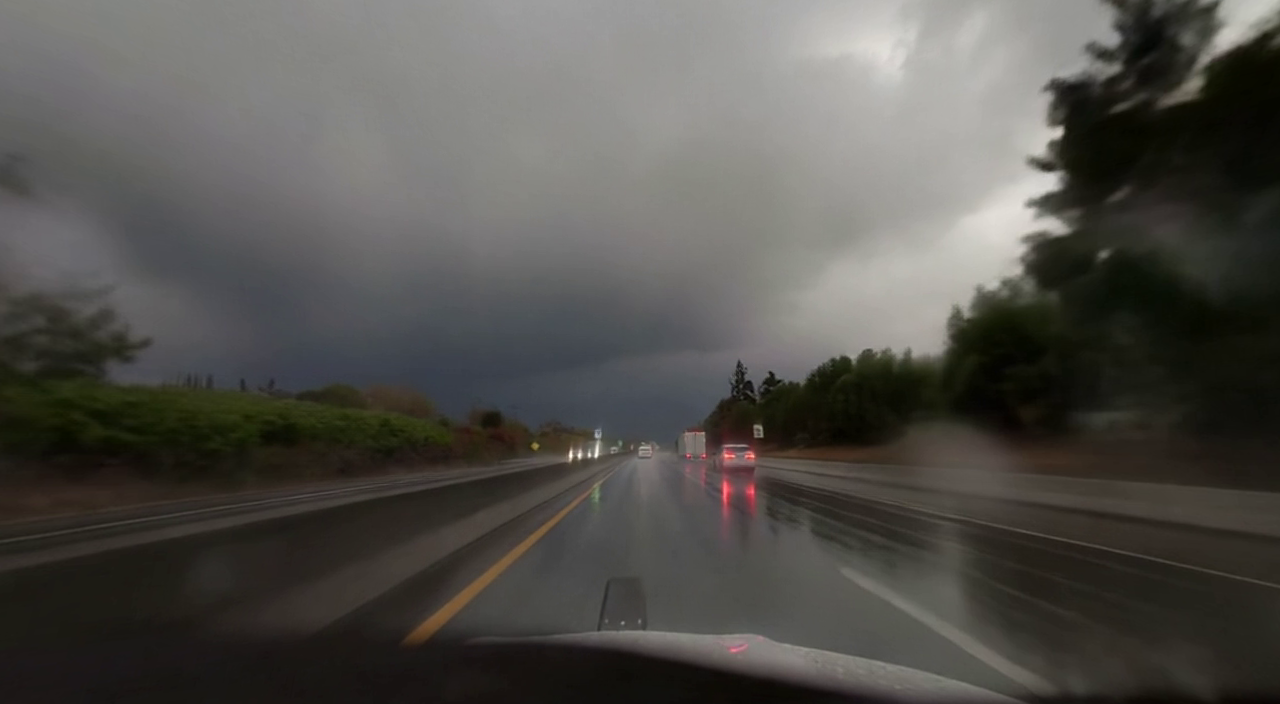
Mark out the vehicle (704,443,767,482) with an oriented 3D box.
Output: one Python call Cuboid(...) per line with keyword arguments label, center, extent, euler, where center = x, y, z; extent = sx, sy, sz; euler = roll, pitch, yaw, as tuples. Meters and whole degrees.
Cuboid(label="vehicle", center=(4.091, 4.803, 27.564), extent=(2.043, 1.542, 3.881), euler=(0, -9, -1))
